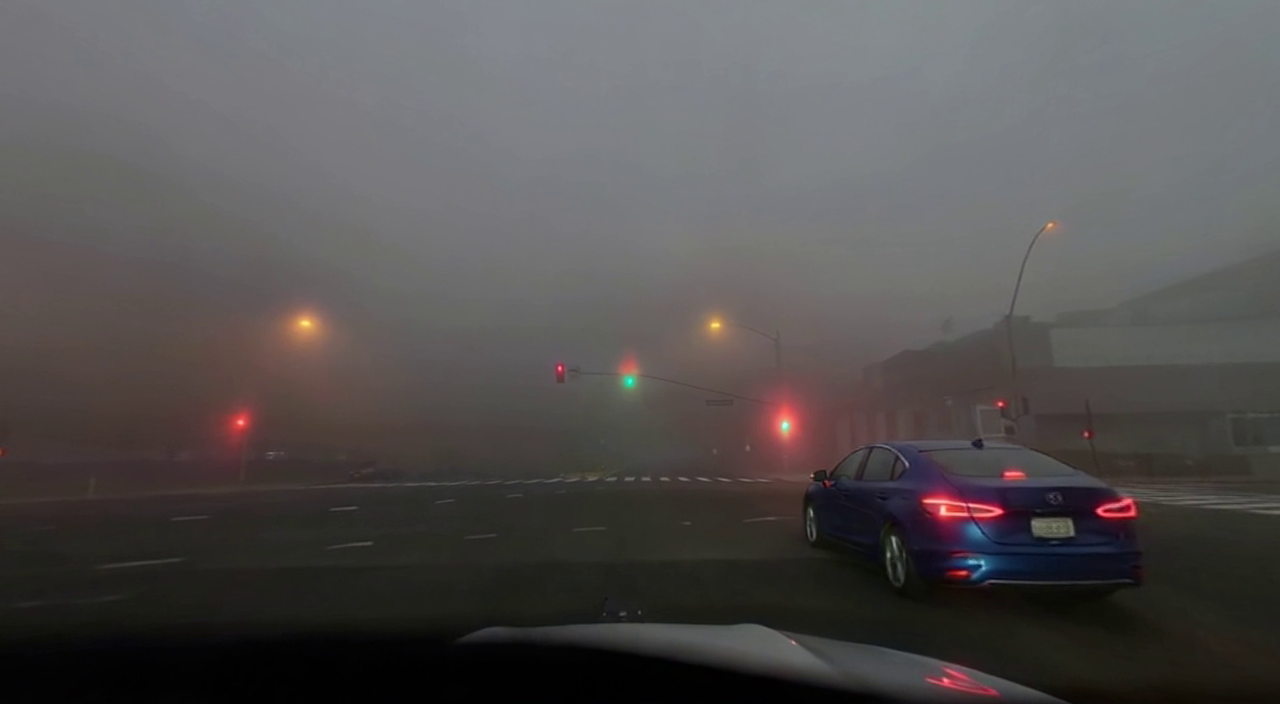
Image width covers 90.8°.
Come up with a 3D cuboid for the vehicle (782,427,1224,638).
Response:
[{"bbox_3d":[3.240,1.691,7.125,2.089,1.539,4.767,0,-8,-1],"label":"vehicle"}]
